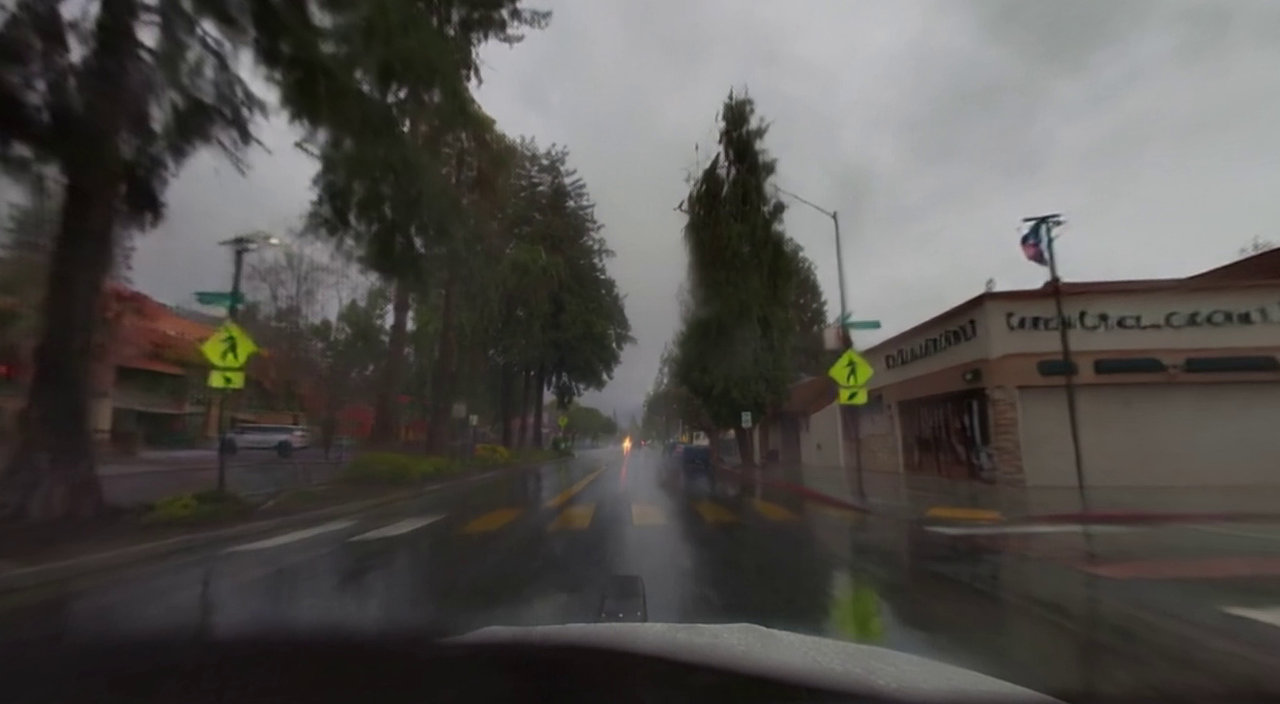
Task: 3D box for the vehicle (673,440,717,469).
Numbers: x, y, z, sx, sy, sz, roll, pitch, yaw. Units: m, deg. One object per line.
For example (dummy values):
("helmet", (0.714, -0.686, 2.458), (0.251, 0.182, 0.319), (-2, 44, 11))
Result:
("vehicle", (3.103, 5.904, 36.484), (2.152, 1.527, 4.010), (0, -9, 0))
